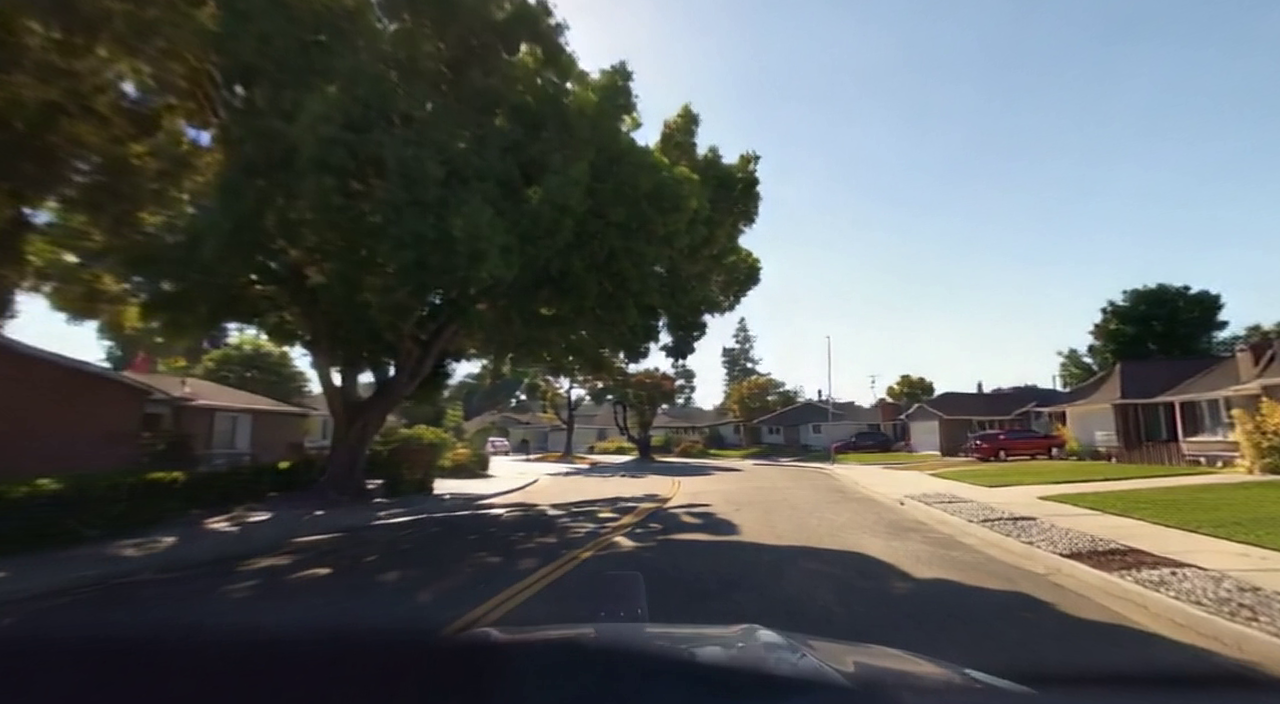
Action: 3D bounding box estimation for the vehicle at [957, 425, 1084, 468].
[{"bbox_3d":[17.120,4.312,28.647,4.327,1.573,1.967,-6,-10,10],"label":"vehicle"}]

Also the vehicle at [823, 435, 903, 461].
[{"bbox_3d":[15.337,6.592,43.538,4.799,1.451,2.144,0,-8,-20],"label":"vehicle"}]
